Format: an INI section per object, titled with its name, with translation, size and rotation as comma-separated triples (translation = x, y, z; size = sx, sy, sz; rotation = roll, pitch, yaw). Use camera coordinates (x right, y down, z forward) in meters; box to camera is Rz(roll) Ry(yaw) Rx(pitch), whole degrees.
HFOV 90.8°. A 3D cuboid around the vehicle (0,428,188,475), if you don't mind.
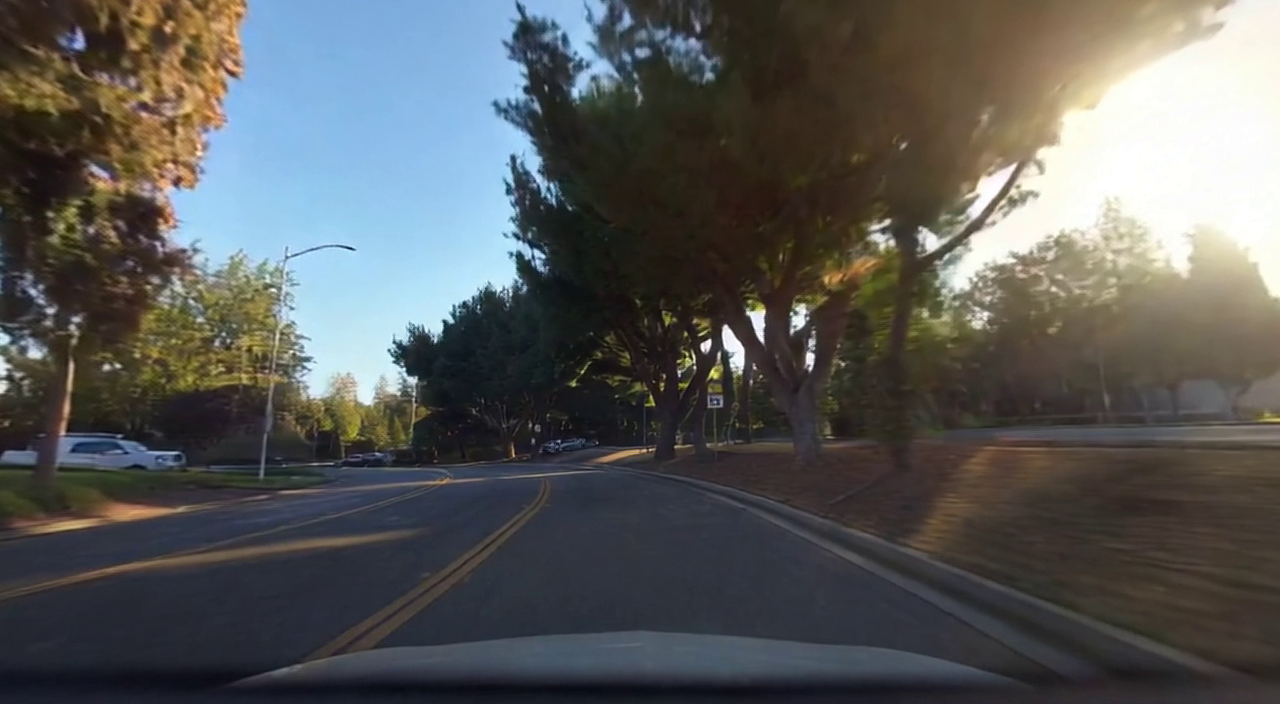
[vehicle]
translation = -21.889, 3.974, 25.314
size = 5.613, 1.775, 2.357
rotation = 0, -9, -5
